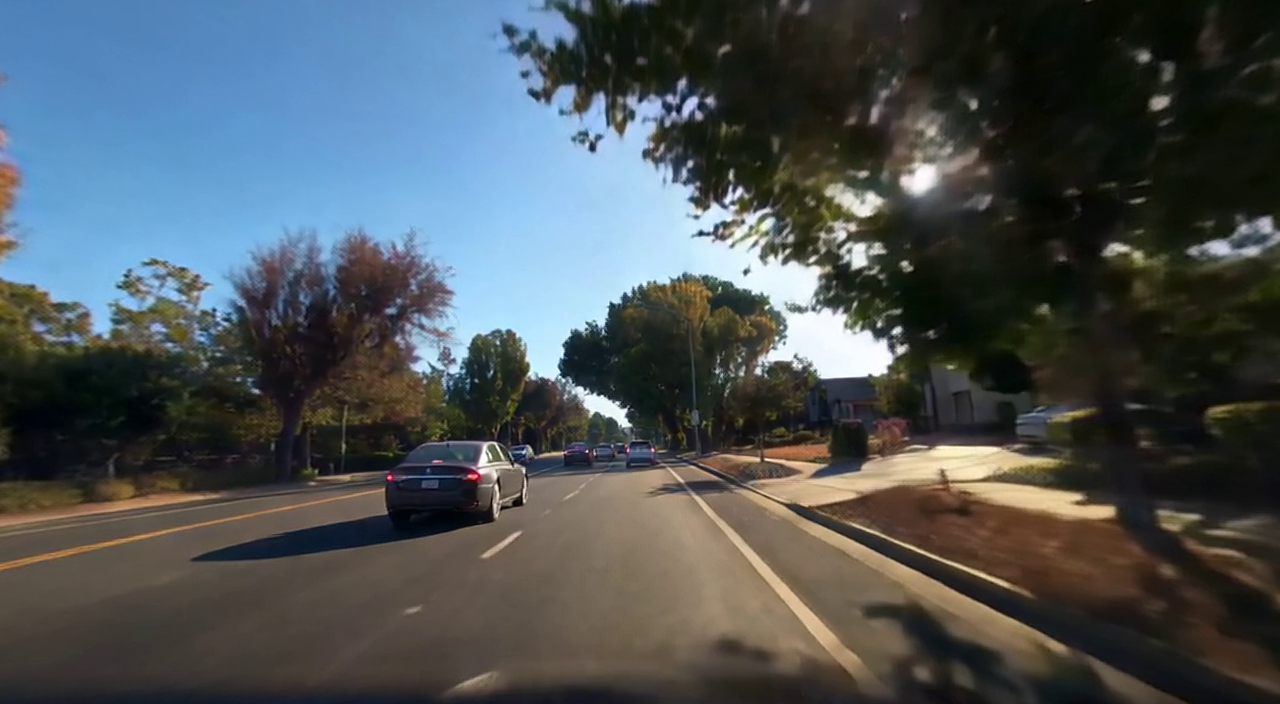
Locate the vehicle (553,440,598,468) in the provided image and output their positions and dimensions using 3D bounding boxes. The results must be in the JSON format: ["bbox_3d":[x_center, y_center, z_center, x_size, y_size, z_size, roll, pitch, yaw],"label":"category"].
[{"bbox_3d":[-3.560,5.698,35.353,2.114,1.500,3.912,0,-8,0],"label":"vehicle"}]

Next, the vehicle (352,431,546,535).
[{"bbox_3d":[-3.064,2.206,11.249,2.030,1.467,4.403,0,-8,1],"label":"vehicle"}]

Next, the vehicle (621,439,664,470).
[{"bbox_3d":[0.123,5.214,32.146,2.065,1.456,4.099,0,-8,0],"label":"vehicle"}]
